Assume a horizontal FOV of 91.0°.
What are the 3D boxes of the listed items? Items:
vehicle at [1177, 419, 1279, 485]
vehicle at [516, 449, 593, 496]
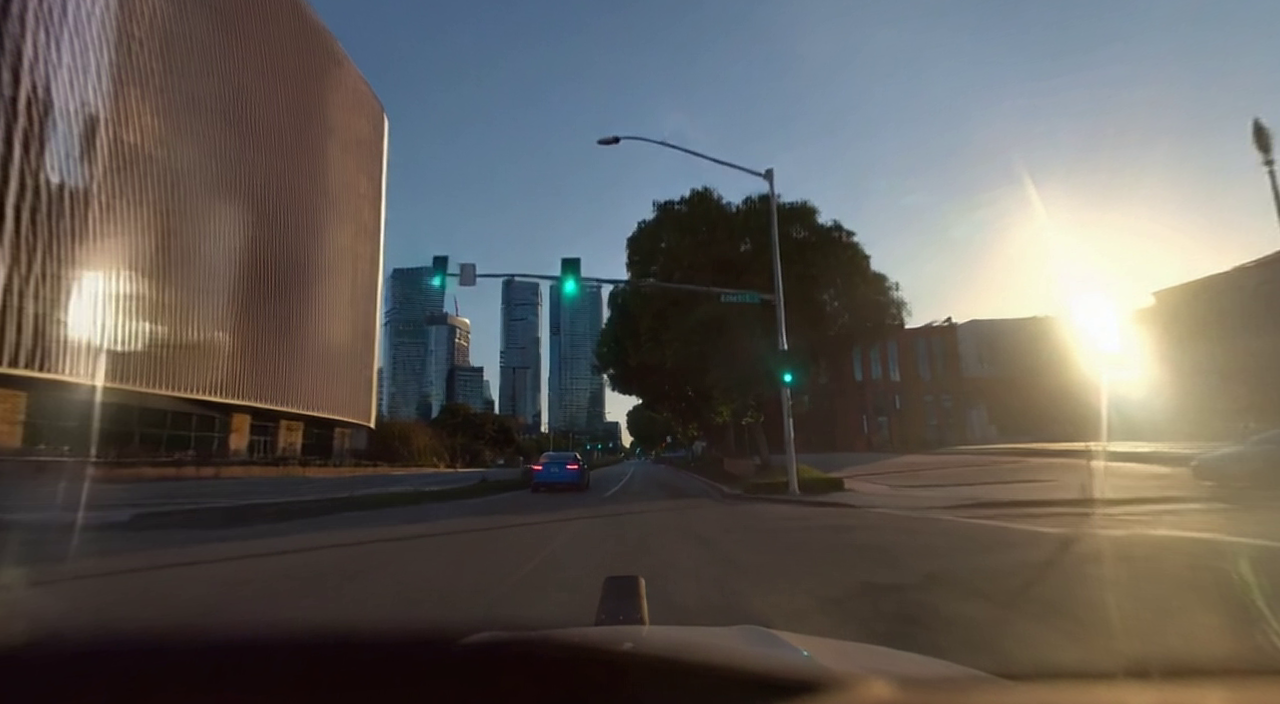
[{"bbox_3d":[16.678,2.588,16.216,1.851,1.594,4.324,0,-9,1],"label":"vehicle"},{"bbox_3d":[-2.933,4.263,22.616,1.971,1.486,4.380,0,-9,2],"label":"vehicle"}]
